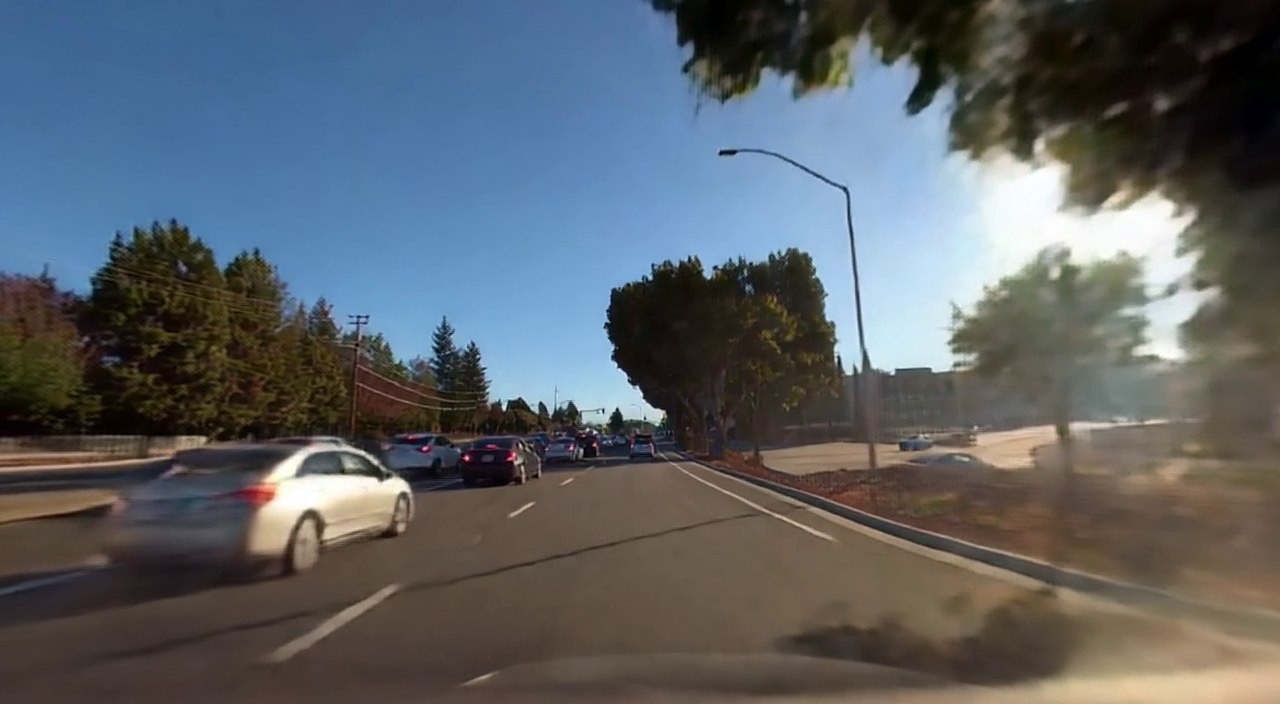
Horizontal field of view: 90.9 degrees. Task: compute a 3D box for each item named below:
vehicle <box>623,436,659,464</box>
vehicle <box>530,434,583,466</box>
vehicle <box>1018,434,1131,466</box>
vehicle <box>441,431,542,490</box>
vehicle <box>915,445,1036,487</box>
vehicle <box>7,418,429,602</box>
[{"bbox_3d":[0.040,5.442,35.280,1.875,1.453,3.888,-1,-8,0],"label":"vehicle"},{"bbox_3d":[-4.150,4.926,31.931,1.975,1.447,4.356,-1,-8,2],"label":"vehicle"},{"bbox_3d":[28.130,6.348,40.931,5.741,1.952,2.128,0,-8,-2],"label":"vehicle"},{"bbox_3d":[-4.213,3.130,18.638,1.871,1.502,4.240,-1,-8,1],"label":"vehicle"},{"bbox_3d":[14.841,5.038,28.073,4.265,1.693,1.902,0,-8,-1],"label":"vehicle"},{"bbox_3d":[-4.260,1.624,7.521,1.904,1.496,4.481,-1,-8,1],"label":"vehicle"}]
